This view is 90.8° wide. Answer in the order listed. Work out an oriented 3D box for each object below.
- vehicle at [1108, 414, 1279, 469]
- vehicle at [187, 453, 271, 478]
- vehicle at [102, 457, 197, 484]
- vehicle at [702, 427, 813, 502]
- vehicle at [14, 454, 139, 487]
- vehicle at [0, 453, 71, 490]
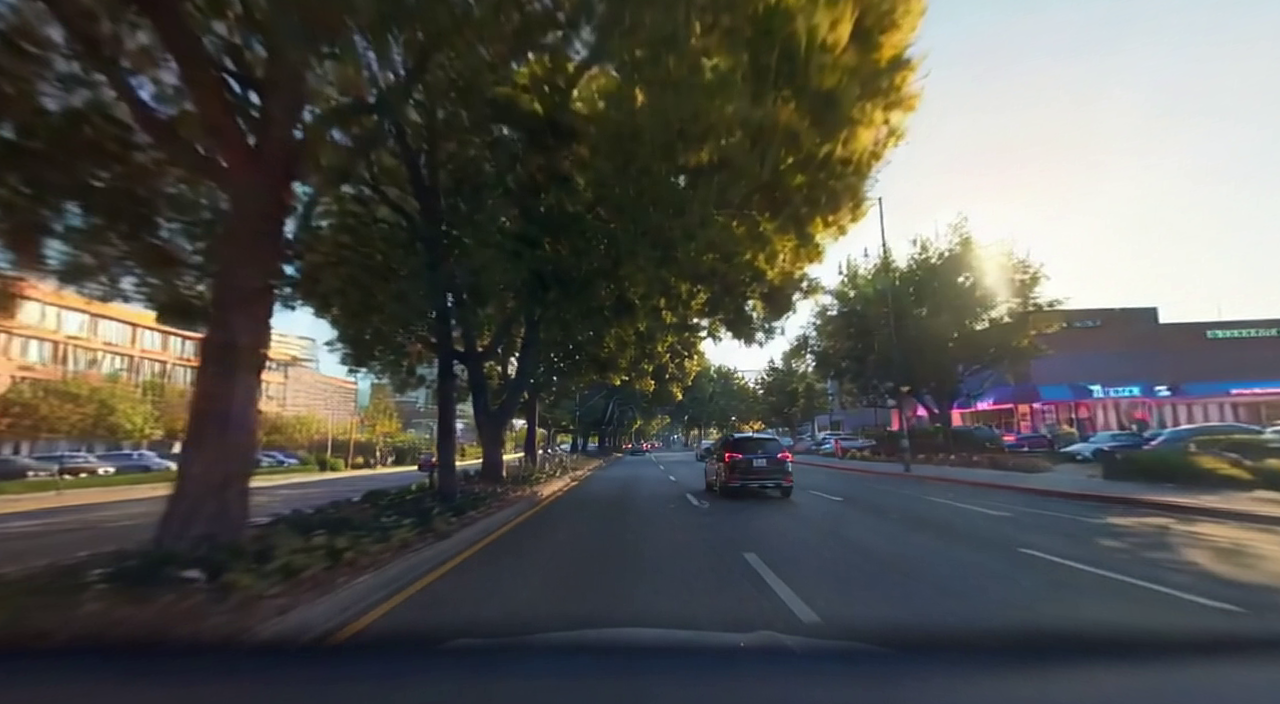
[{"bbox_3d":[19.673,3.124,21.920,4.975,1.786,2.223,-1,-8,3],"label":"vehicle"},{"bbox_3d":[-29.379,8.123,45.290,4.506,1.640,2.103,0,-8,0],"label":"vehicle"},{"bbox_3d":[-29.578,7.147,38.165,4.173,1.482,1.818,0,-8,1],"label":"vehicle"},{"bbox_3d":[2.865,2.866,16.439,1.963,1.677,4.229,0,-8,-1],"label":"vehicle"},{"bbox_3d":[-29.903,6.276,33.640,4.633,1.630,2.093,0,-8,0],"label":"vehicle"},{"bbox_3d":[-29.127,5.425,28.837,4.356,1.585,1.965,0,-8,2],"label":"vehicle"}]
